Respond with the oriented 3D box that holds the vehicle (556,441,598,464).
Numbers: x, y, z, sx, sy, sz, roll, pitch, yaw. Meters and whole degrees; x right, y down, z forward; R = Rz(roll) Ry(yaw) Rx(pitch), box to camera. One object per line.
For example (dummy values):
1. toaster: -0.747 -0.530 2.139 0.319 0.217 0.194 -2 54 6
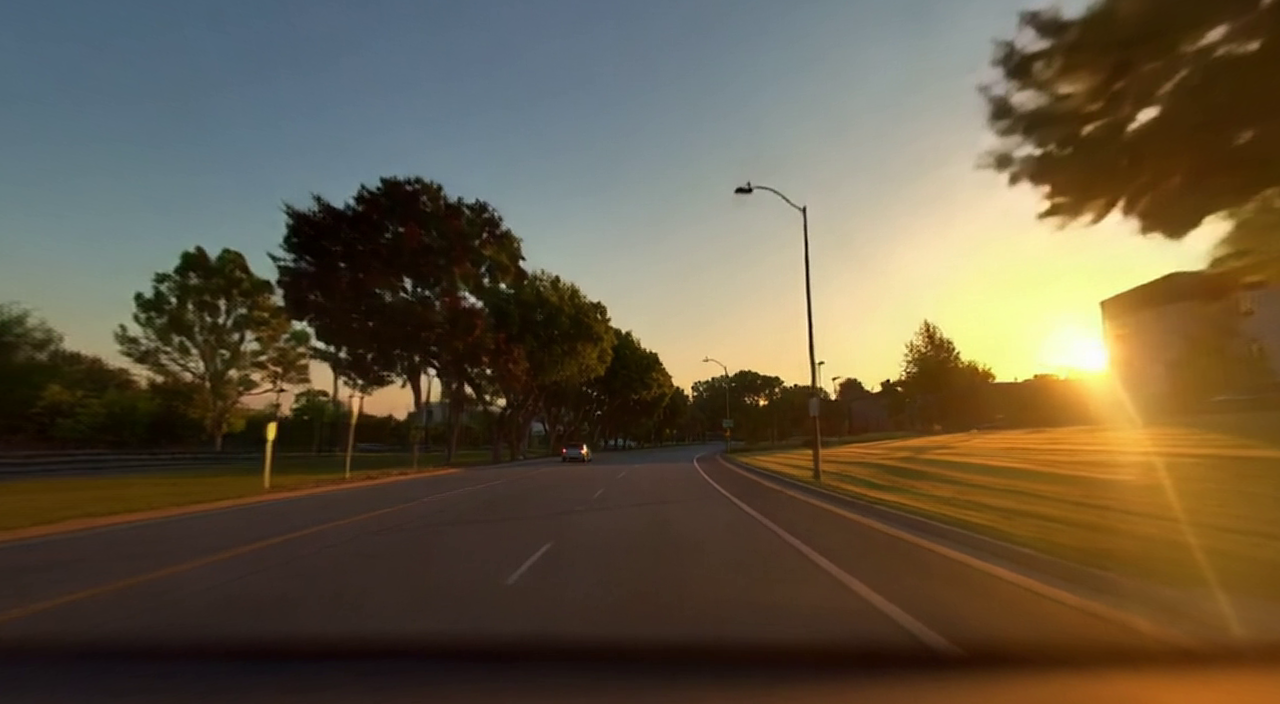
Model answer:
1. vehicle: -4.205 6.826 43.032 1.945 1.461 4.605 -1 -8 6
